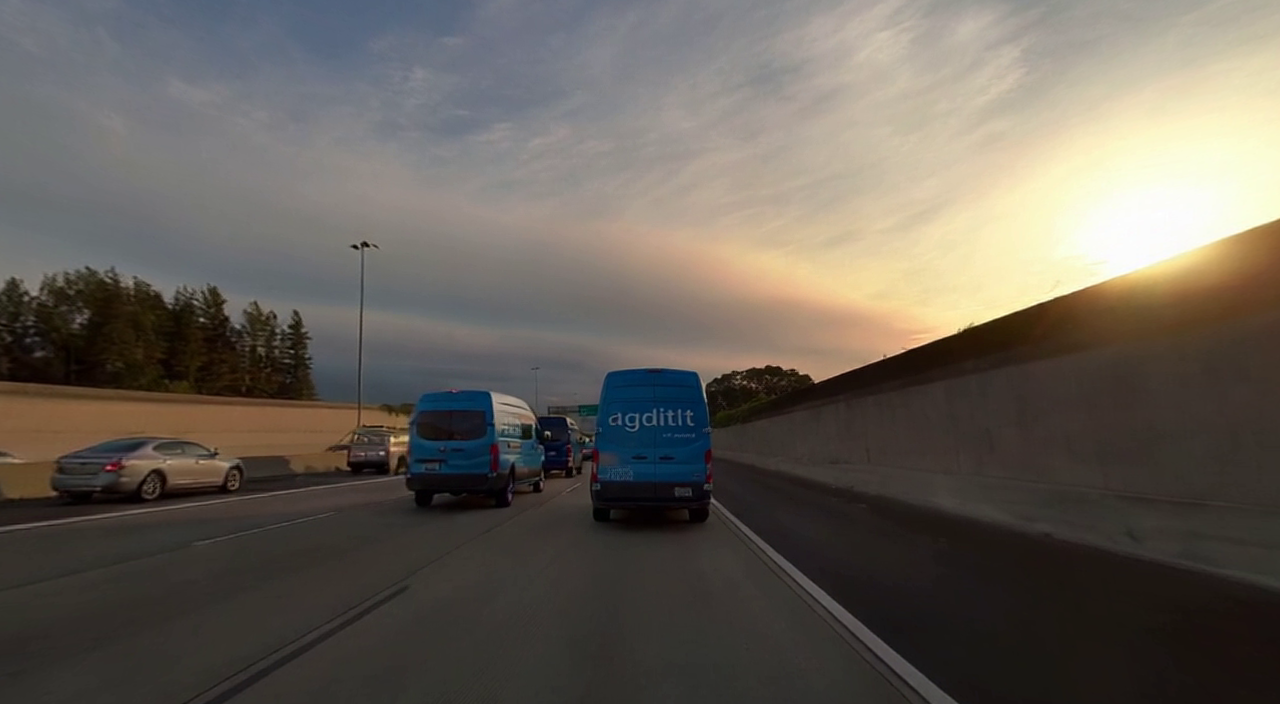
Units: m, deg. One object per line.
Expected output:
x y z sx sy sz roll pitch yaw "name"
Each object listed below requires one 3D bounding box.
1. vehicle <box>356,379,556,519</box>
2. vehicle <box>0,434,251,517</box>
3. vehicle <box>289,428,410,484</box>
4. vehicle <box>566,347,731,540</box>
-3.582 2.086 13.812 2.729 2.439 5.418 0 -8 0 "vehicle"
-11.055 2.629 14.015 1.839 1.524 4.449 0 -8 2 "vehicle"
-10.741 3.884 23.821 2.061 1.846 4.852 0 -8 3 "vehicle"
0.153 1.758 12.242 2.316 2.738 6.398 0 -8 1 "vehicle"
